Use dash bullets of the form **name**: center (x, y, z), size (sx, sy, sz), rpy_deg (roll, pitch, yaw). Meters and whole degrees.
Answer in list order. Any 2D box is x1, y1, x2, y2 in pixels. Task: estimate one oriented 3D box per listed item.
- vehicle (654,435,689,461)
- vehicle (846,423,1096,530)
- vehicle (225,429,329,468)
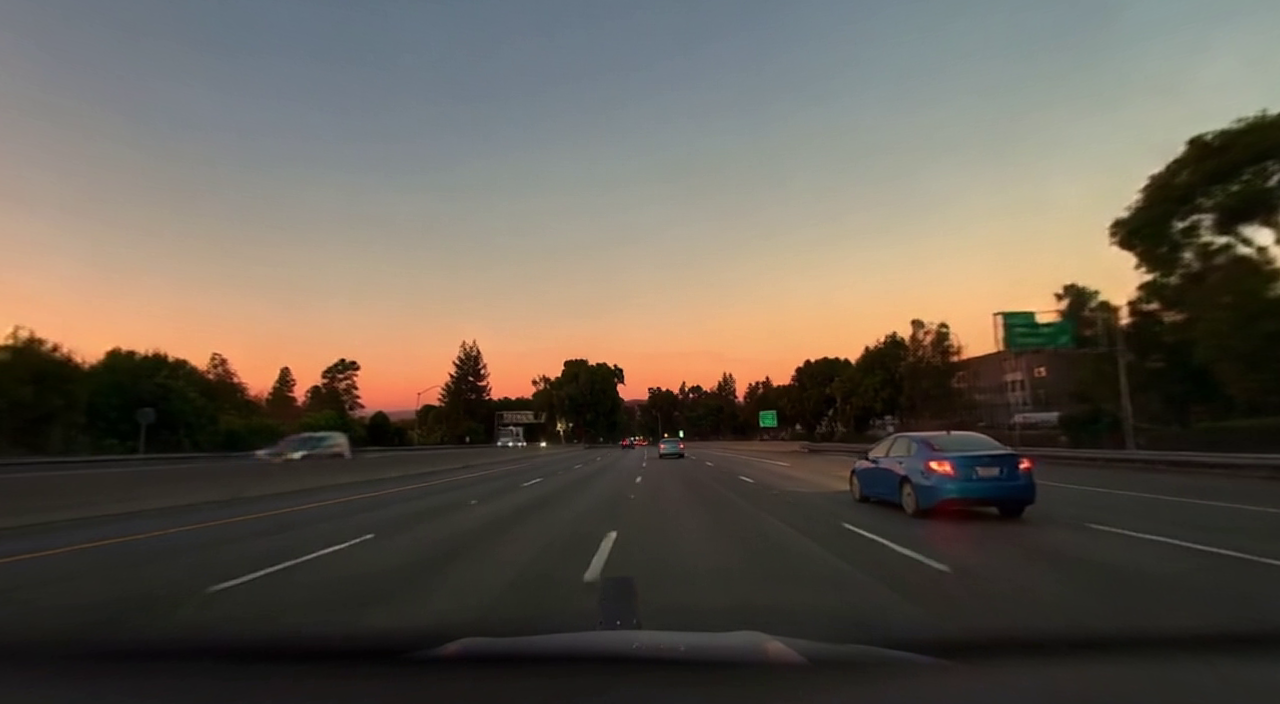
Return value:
- **vehicle**: center (2.113, 6.637, 43.888), size (2.127, 1.692, 4.382), rpy_deg (0, -9, -1)
- **vehicle**: center (5.551, 2.149, 11.502), size (2.029, 1.528, 4.644), rpy_deg (0, -9, 0)
- **vehicle**: center (-18.822, 5.037, 33.125), size (2.209, 1.844, 5.345), rpy_deg (0, -9, 1)
